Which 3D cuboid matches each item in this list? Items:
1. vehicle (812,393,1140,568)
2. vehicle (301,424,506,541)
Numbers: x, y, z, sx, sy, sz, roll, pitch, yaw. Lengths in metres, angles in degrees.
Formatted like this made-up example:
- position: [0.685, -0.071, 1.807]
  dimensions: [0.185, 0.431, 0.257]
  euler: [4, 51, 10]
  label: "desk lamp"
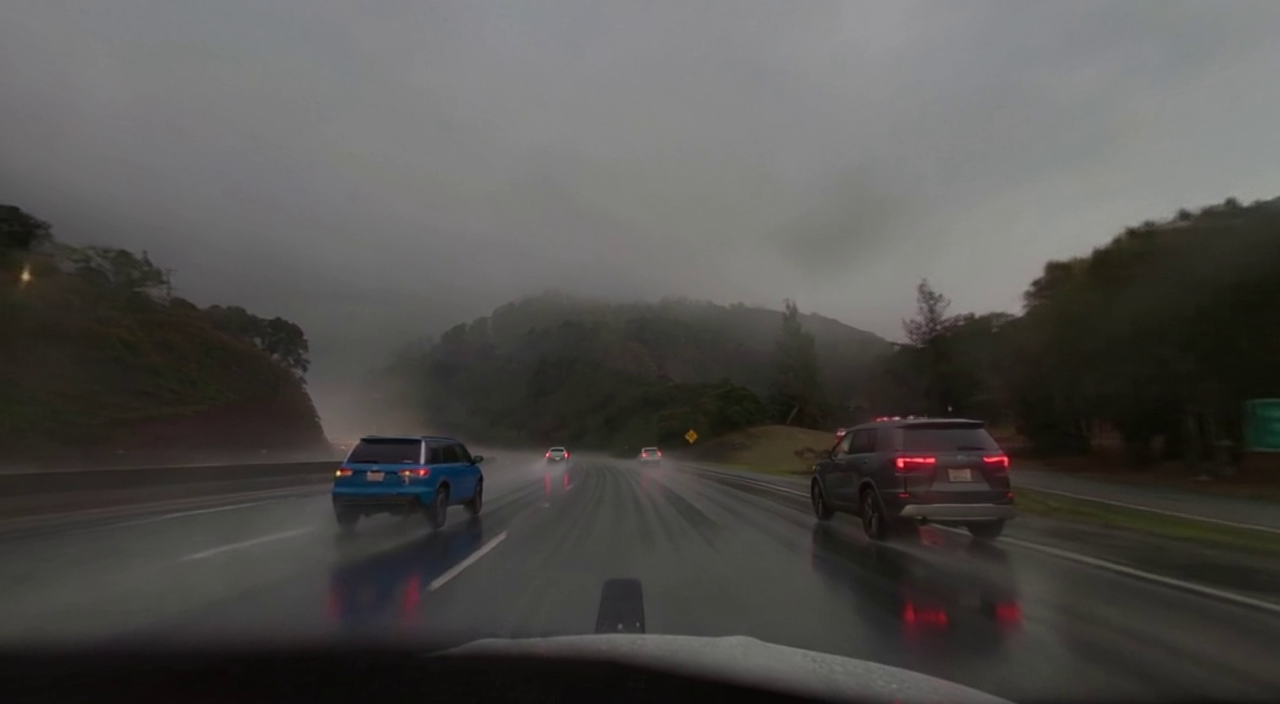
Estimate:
- position: [4.376, 1.779, 9.445]
  dimensions: [2.103, 1.903, 4.837]
  euler: [0, -9, -2]
  label: "vehicle"
- position: [-4.116, 2.351, 12.058]
  dimensions: [2.213, 1.766, 4.598]
  euler: [0, -9, -1]
  label: "vehicle"
